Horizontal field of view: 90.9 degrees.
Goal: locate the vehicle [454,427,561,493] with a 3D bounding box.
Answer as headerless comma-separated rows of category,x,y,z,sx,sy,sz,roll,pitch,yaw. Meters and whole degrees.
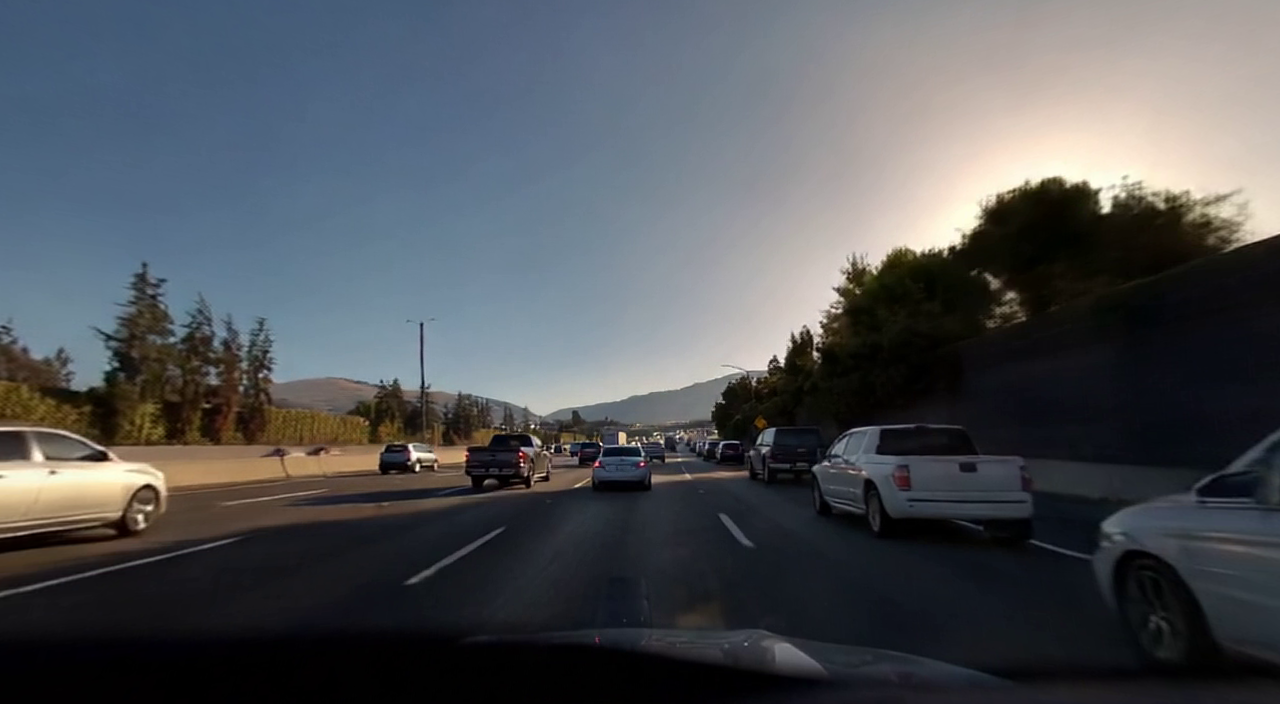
vehicle,-4.030,3.402,20.351,2.110,1.811,5.585,0,-8,2

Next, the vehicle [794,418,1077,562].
vehicle,3.829,1.861,9.281,1.984,1.567,4.475,0,-8,0

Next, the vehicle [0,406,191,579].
vehicle,-7.706,1.403,6.184,2.214,1.761,5.890,0,-8,1

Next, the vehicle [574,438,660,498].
vehicle,-0.501,3.143,17.475,2.070,1.456,4.029,0,-8,2

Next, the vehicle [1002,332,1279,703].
vehicle,3.836,0.775,2.564,2.003,1.778,4.658,0,-8,1

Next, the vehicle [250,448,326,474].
vehicle,-22.084,6.827,39.819,1.922,1.495,4.609,-1,-8,4

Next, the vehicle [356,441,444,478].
vehicle,-10.620,4.777,28.343,1.907,1.508,4.608,-1,-8,3
